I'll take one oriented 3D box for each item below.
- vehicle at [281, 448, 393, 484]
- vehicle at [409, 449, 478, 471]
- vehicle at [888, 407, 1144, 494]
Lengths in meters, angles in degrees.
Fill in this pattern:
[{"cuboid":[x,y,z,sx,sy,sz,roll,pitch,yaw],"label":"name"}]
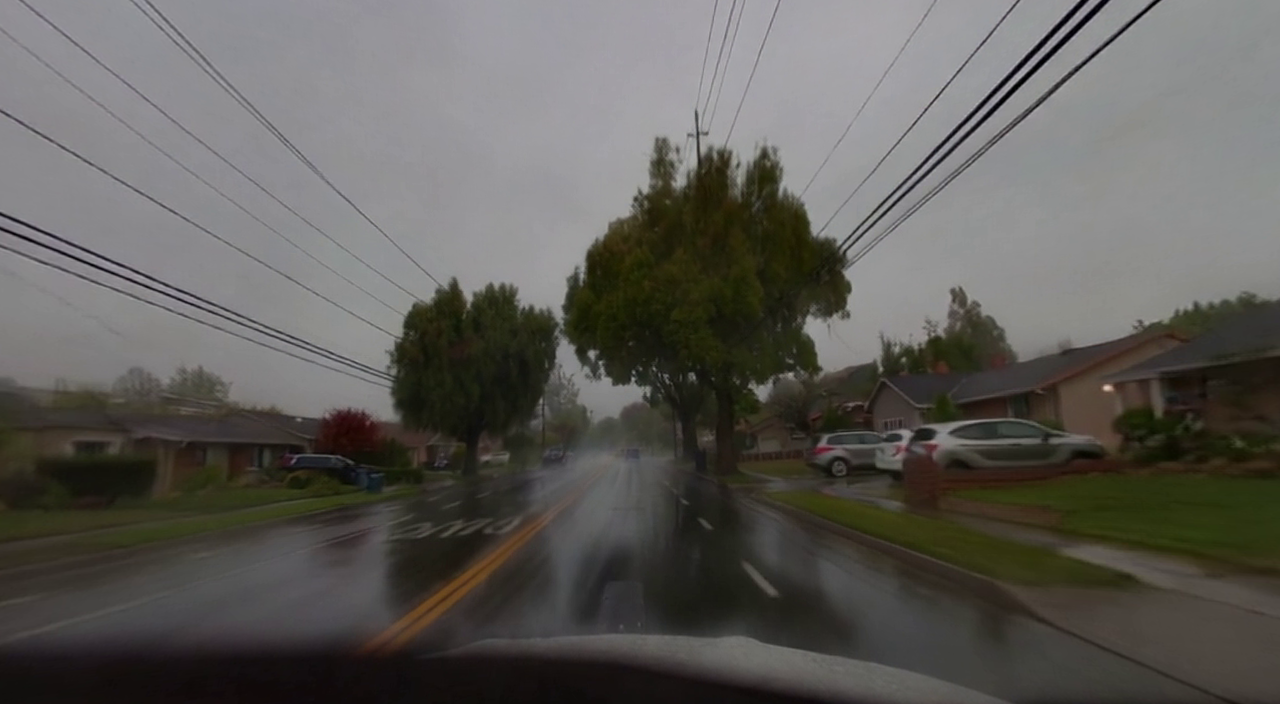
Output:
[{"cuboid":[-15.078,5.676,31.643,4.501,1.689,2.106,0,-9,1],"label":"vehicle"},{"cuboid":[-15.151,8.375,48.965,4.651,1.615,1.961,0,-9,2],"label":"vehicle"},{"cuboid":[8.877,2.377,15.320,4.747,1.942,2.158,0,-9,1],"label":"vehicle"}]
